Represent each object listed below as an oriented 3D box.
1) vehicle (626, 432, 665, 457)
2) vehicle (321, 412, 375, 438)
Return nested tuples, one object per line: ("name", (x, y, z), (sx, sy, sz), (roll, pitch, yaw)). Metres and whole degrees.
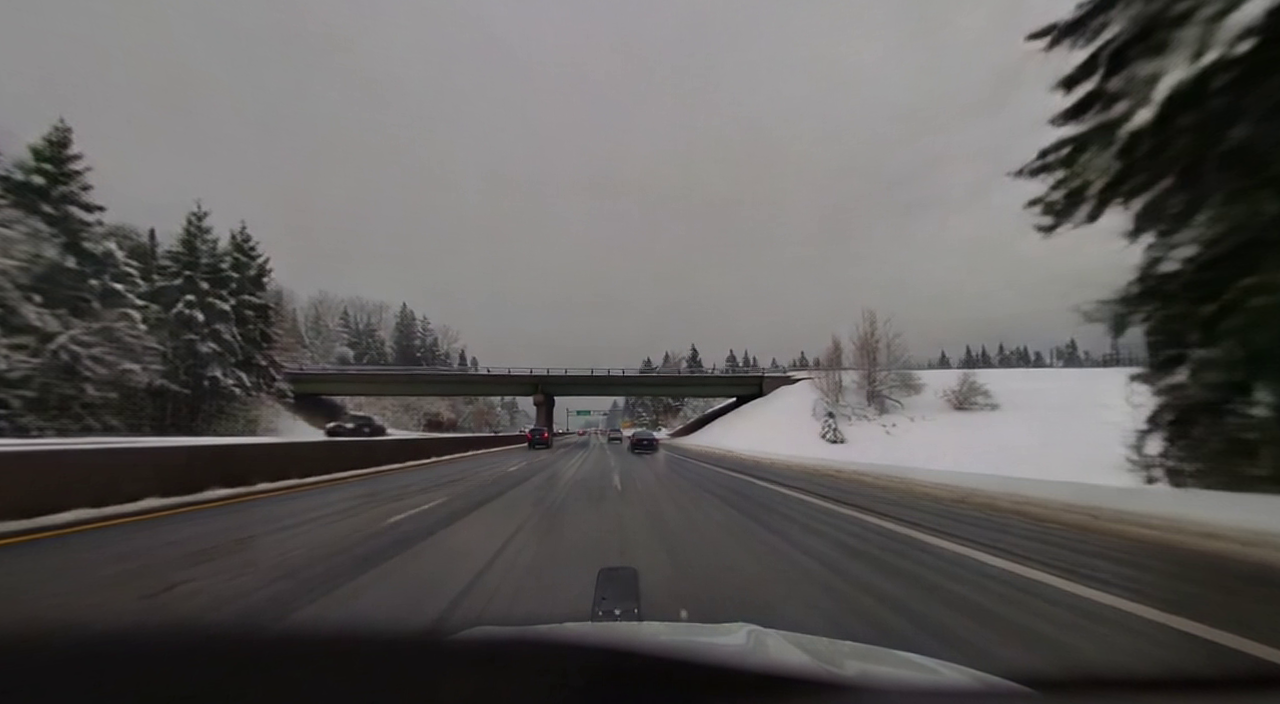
("vehicle", (0.266, 5.353, 36.608), (1.999, 1.329, 3.913), (1, -8, -4))
("vehicle", (-16.849, 4.244, 36.390), (1.673, 1.397, 3.336), (1, -8, -3))
